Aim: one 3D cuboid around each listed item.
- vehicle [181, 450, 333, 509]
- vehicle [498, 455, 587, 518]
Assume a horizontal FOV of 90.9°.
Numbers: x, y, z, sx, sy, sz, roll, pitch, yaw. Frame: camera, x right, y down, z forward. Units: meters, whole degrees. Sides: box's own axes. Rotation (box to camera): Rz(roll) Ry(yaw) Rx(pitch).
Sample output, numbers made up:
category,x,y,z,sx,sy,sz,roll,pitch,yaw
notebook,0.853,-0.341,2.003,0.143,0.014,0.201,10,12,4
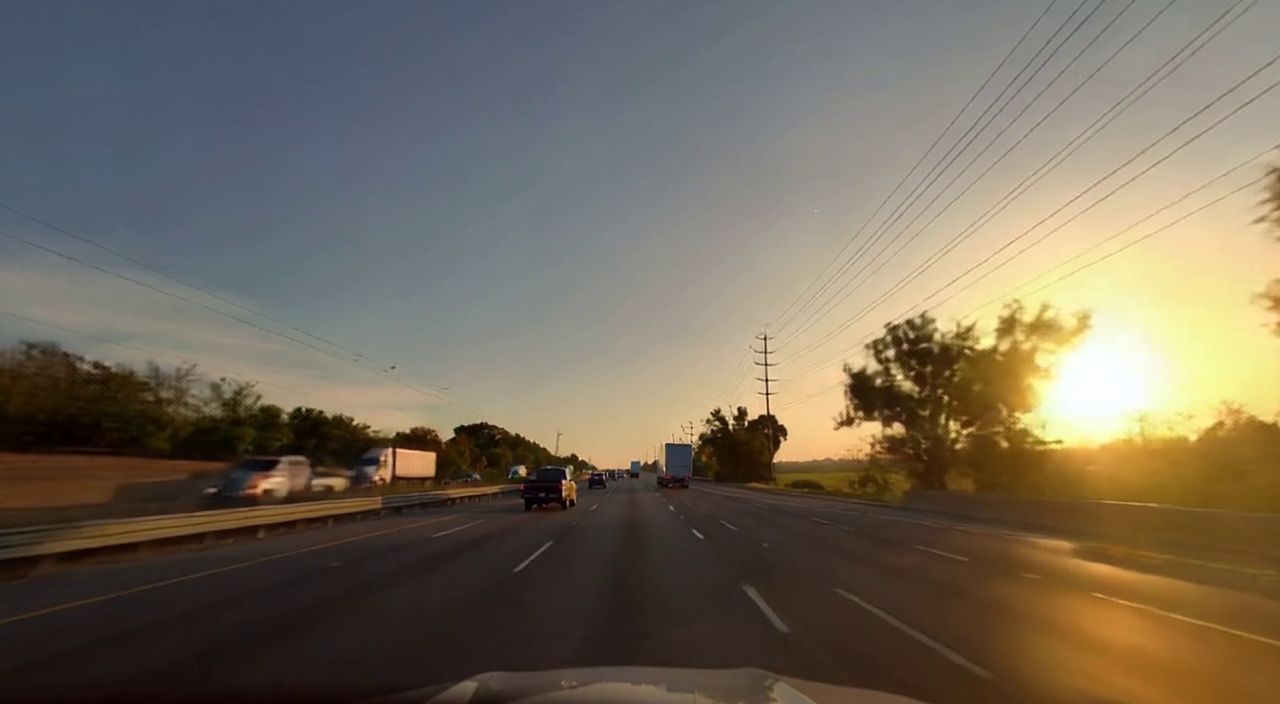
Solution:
category,x,y,z,sx,sy,sz,roll,pitch,yaw
vehicle,-12.135,4.105,20.438,1.964,1.656,4.650,1,-11,0
vehicle,-2.912,4.202,19.946,2.065,1.722,4.441,1,-11,0
